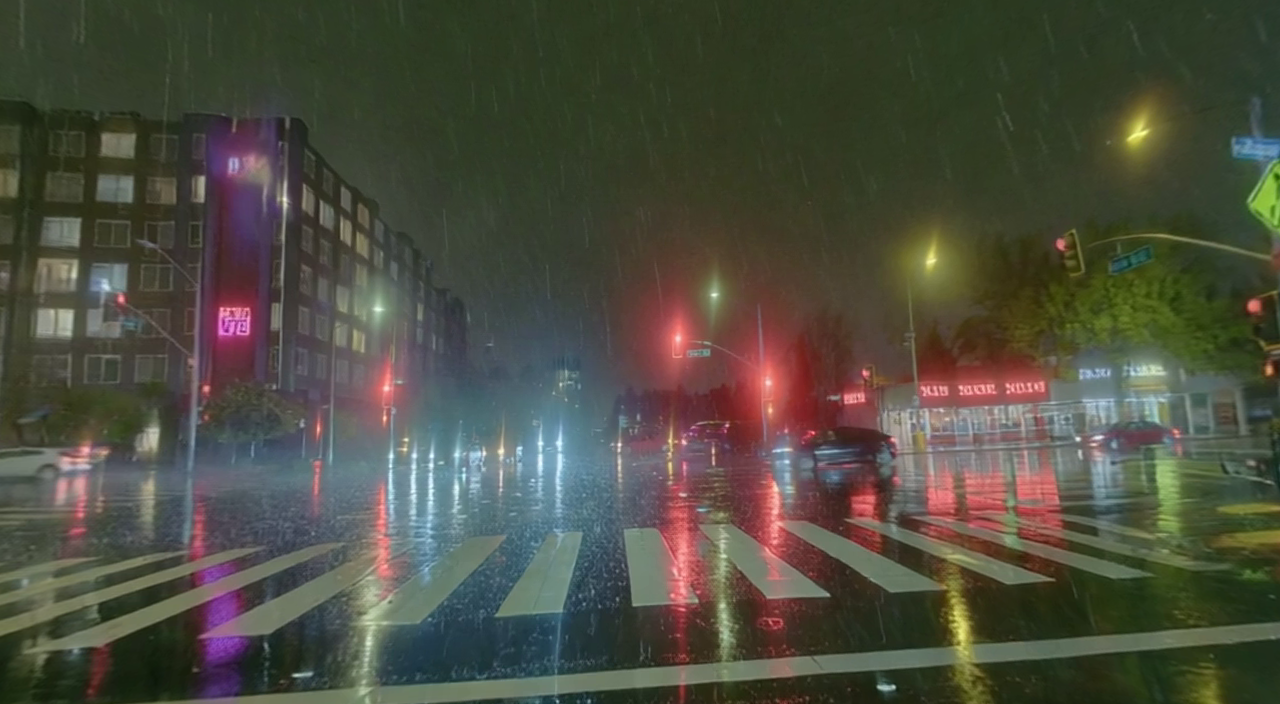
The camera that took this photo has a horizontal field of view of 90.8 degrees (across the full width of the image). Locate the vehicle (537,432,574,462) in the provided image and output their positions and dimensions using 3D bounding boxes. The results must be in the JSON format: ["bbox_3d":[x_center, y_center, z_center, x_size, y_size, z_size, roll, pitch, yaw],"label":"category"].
[{"bbox_3d":[-5.097,5.809,38.653,1.976,1.683,4.117,0,-8,-4],"label":"vehicle"}]

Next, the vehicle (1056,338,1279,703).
[{"bbox_3d":[3.021,0.613,0.878,1.866,1.654,4.354,0,-8,0],"label":"vehicle"}]

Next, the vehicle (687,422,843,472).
[{"bbox_3d":[4.028,3.097,20.747,4.612,1.521,1.811,1,-9,-9],"label":"vehicle"}]

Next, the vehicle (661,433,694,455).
[{"bbox_3d":[2.789,6.930,47.693,1.675,1.569,4.000,1,-9,-9],"label":"vehicle"}]

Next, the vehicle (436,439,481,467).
[{"bbox_3d":[-10.898,6.099,38.211,1.885,1.545,4.124,1,-8,-6],"label":"vehicle"}]

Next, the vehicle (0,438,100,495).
[{"bbox_3d":[-23.097,4.121,22.893,4.842,1.969,2.039,1,-9,-8],"label":"vehicle"}]

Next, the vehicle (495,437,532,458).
[{"bbox_3d":[-8.643,6.579,43.566,1.906,1.402,4.904,0,-8,-5],"label":"vehicle"}]
